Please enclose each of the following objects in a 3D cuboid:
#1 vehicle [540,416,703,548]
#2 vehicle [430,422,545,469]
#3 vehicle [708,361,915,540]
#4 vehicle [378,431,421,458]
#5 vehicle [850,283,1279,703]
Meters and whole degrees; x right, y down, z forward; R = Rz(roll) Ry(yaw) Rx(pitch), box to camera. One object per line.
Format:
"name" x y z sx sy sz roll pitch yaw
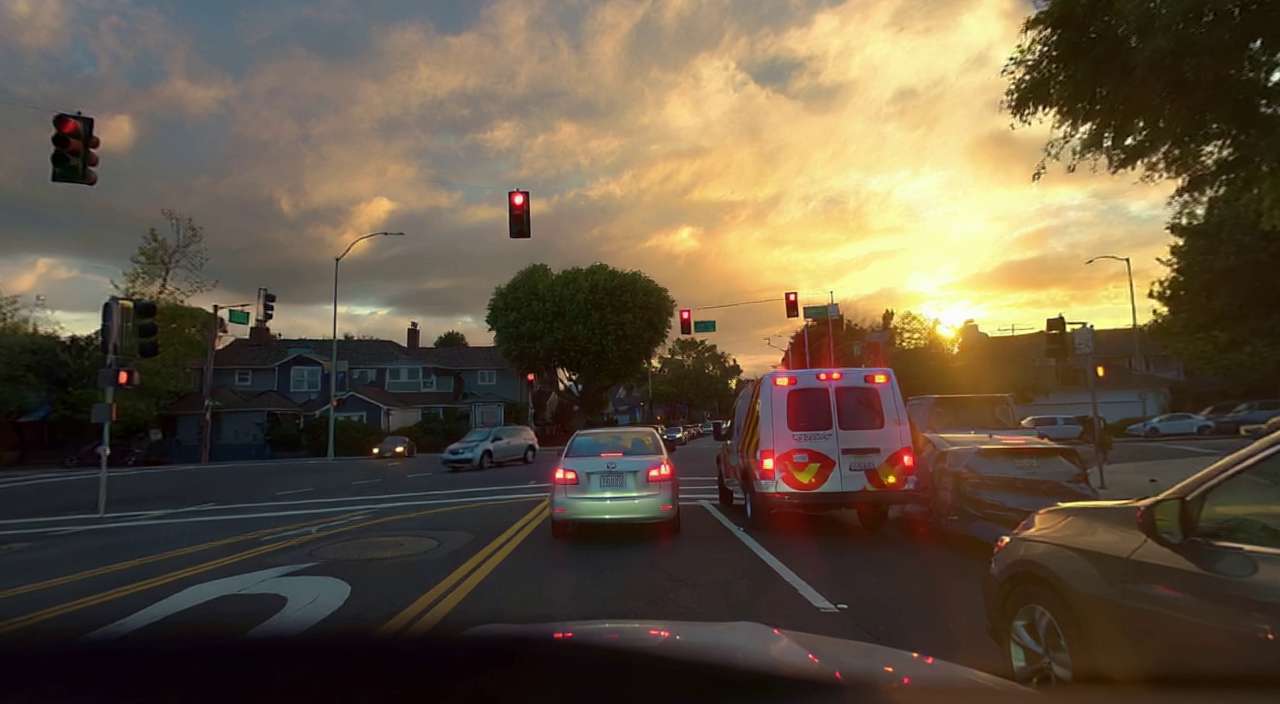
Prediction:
"vehicle" -0.274 1.973 10.189 2.114 1.707 3.725 0 -8 -1
"vehicle" -6.959 4.392 29.700 2.349 1.988 5.813 -4 -9 21
"vehicle" 2.882 1.879 12.376 2.406 2.687 5.521 0 -8 -1
"vehicle" -17.754 6.872 46.868 2.246 1.880 4.454 1 -8 -12
"vehicle" 2.844 0.896 2.865 2.194 1.820 4.652 0 -8 0
